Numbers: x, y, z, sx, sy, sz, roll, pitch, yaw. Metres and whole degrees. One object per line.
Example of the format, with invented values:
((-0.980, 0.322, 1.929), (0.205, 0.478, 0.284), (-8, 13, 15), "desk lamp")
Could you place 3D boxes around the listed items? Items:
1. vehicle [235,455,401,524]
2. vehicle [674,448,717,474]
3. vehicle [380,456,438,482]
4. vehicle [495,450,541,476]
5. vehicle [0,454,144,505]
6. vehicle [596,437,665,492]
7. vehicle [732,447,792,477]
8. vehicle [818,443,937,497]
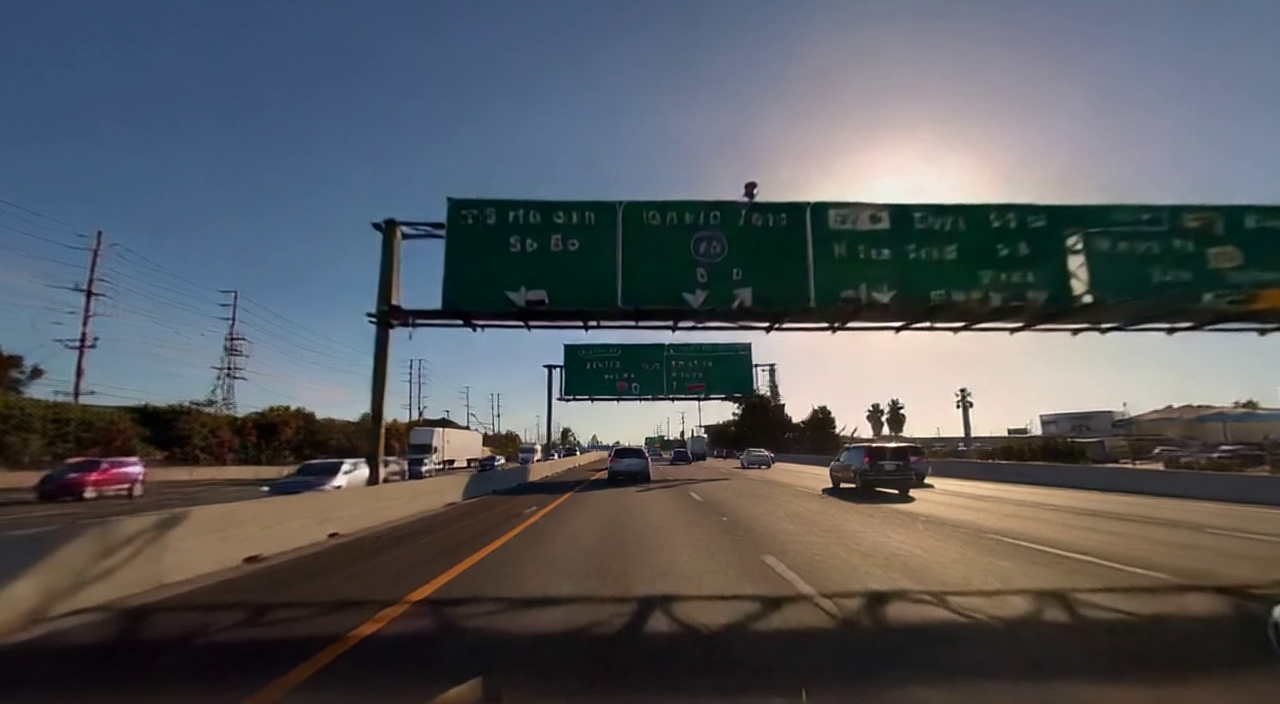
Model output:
((-8.164, 3.492, 16.605), (1.937, 1.477, 4.561), (0, -9, 0), "vehicle")
((3.297, 6.578, 38.402), (2.115, 1.481, 3.968), (0, -9, -2), "vehicle")
((-14.876, 7.570, 41.046), (1.924, 1.472, 4.767), (0, -9, 1), "vehicle")
((-8.261, 7.543, 43.076), (2.069, 1.613, 4.660), (0, -9, 2), "vehicle")
((-21.814, 4.827, 24.307), (1.889, 1.708, 4.301), (0, -9, 0), "vehicle")
((-0.356, 4.117, 23.464), (2.298, 1.809, 4.359), (0, -9, -1), "vehicle")
((6.288, 5.707, 33.110), (1.934, 1.461, 4.368), (1, -9, -5), "vehicle")
((7.159, 3.573, 19.593), (1.958, 1.473, 4.201), (0, -9, -2), "vehicle")
